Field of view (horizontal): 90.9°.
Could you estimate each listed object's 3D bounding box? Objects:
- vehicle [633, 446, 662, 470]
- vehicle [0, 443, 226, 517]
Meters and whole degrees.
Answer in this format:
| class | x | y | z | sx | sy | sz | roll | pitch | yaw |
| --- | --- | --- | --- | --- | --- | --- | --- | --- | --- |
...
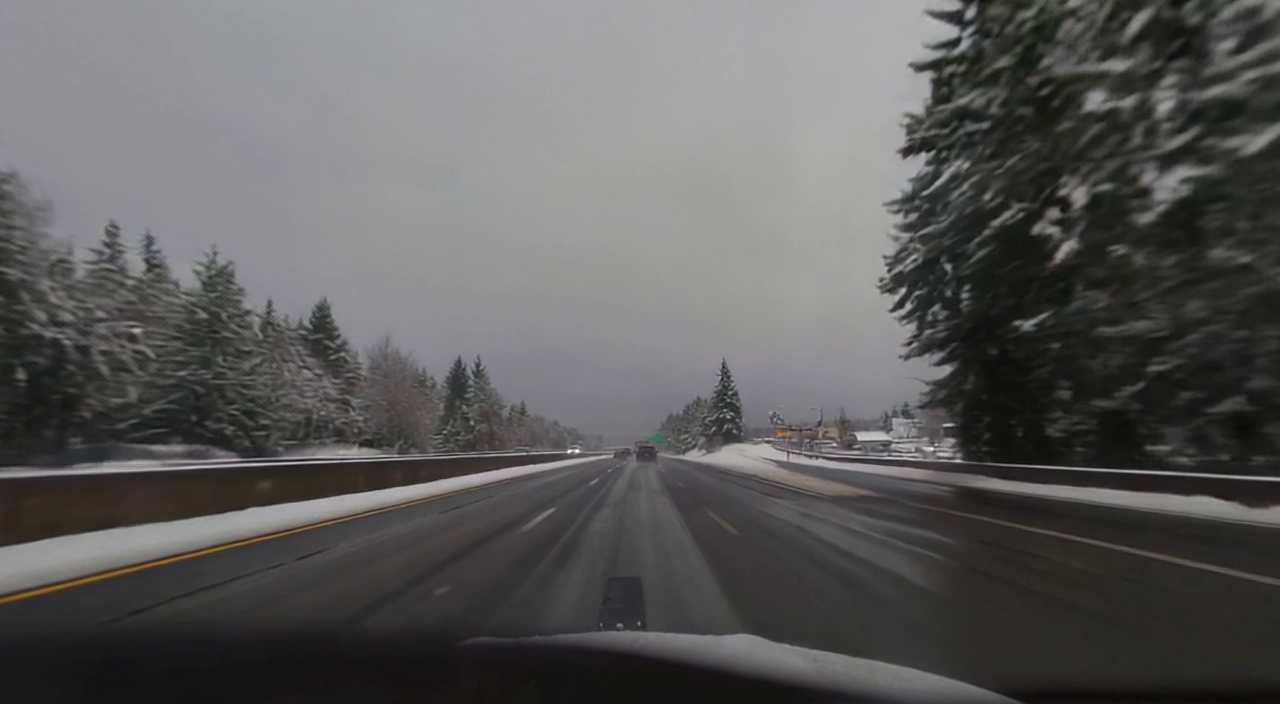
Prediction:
| class | x | y | z | sx | sy | sz | roll | pitch | yaw |
| --- | --- | --- | --- | --- | --- | --- | --- | --- | --- |
| vehicle | 0.521 | 7.945 | 47.254 | 2.087 | 1.682 | 4.388 | 0 | -9 | 0 |
| vehicle | -12.596 | 3.031 | 15.438 | 1.898 | 1.514 | 4.398 | 0 | -9 | 0 |
